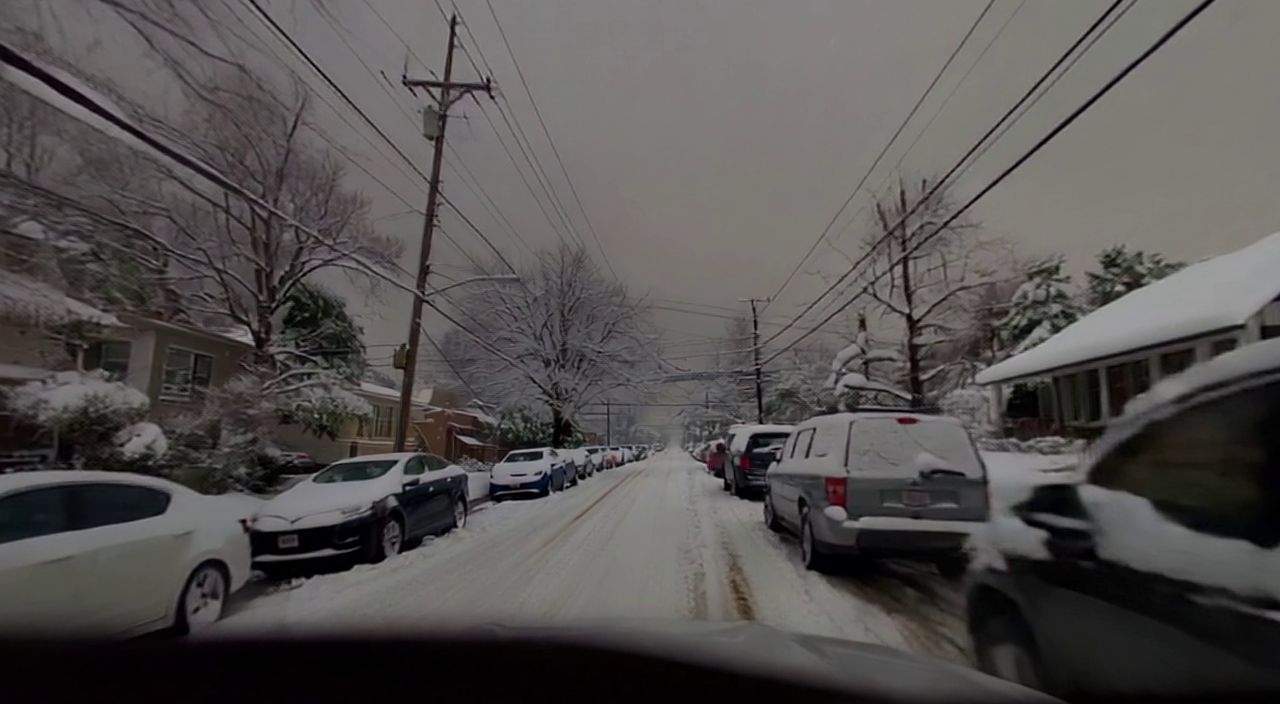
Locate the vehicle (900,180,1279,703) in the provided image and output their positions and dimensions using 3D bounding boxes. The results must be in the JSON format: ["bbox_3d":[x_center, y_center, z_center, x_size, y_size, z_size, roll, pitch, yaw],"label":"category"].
[{"bbox_3d":[2.270,0.526,0.820,2.032,1.839,4.597,0,-8,2],"label":"vehicle"}]

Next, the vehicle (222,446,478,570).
[{"bbox_3d":[-4.268,2.300,10.225,1.796,1.532,4.244,-1,-8,6],"label":"vehicle"}]

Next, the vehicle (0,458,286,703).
[{"bbox_3d":[-4.629,1.449,4.060,1.932,1.431,4.198,-1,-8,7],"label":"vehicle"}]

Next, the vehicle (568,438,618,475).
[{"bbox_3d":[-2.599,5.978,36.376,2.280,1.953,5.092,-1,-8,3],"label":"vehicle"}]

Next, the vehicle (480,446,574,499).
[{"bbox_3d":[-3.574,3.892,20.942,1.988,1.541,4.686,-1,-8,4],"label":"vehicle"}]
